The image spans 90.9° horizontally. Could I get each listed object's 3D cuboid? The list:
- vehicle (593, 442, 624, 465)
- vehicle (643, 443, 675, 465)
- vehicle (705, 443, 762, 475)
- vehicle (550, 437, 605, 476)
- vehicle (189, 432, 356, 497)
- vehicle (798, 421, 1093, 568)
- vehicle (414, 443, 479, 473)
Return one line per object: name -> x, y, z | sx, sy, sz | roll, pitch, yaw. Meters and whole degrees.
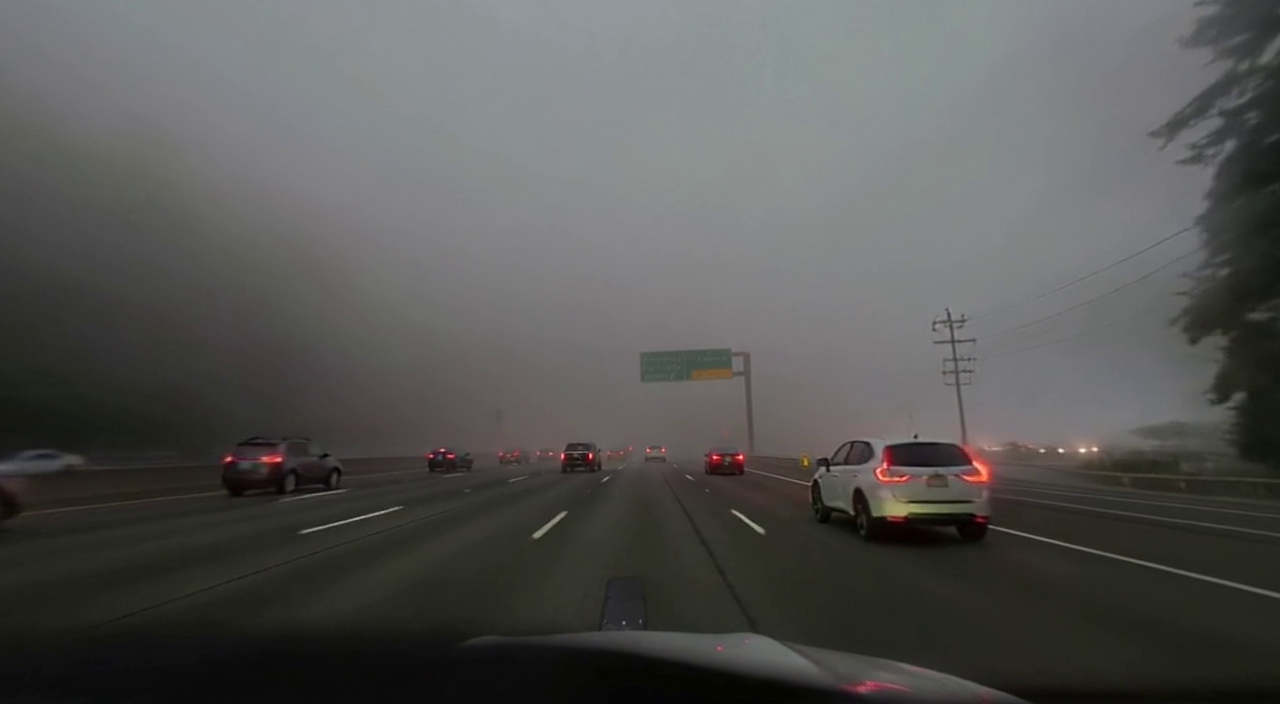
vehicle -> -2.371, 7.795, 48.622 | 2.133, 1.668, 4.505 | 0, -8, 1
vehicle -> 1.351, 7.530, 46.796 | 2.220, 1.575, 4.332 | 0, -8, 0
vehicle -> 4.506, 5.228, 31.116 | 2.022, 1.472, 4.678 | 0, -8, -1
vehicle -> -2.976, 5.098, 31.017 | 2.133, 1.775, 4.530 | 0, -8, 1
vehicle -> -10.710, 3.306, 18.901 | 2.137, 1.690, 4.630 | 0, -8, 1
vehicle -> 3.880, 1.870, 9.100 | 2.036, 1.580, 4.360 | 0, -8, 0
vehicle -> -10.398, 5.714, 34.266 | 1.926, 1.479, 4.688 | 0, -8, 1
